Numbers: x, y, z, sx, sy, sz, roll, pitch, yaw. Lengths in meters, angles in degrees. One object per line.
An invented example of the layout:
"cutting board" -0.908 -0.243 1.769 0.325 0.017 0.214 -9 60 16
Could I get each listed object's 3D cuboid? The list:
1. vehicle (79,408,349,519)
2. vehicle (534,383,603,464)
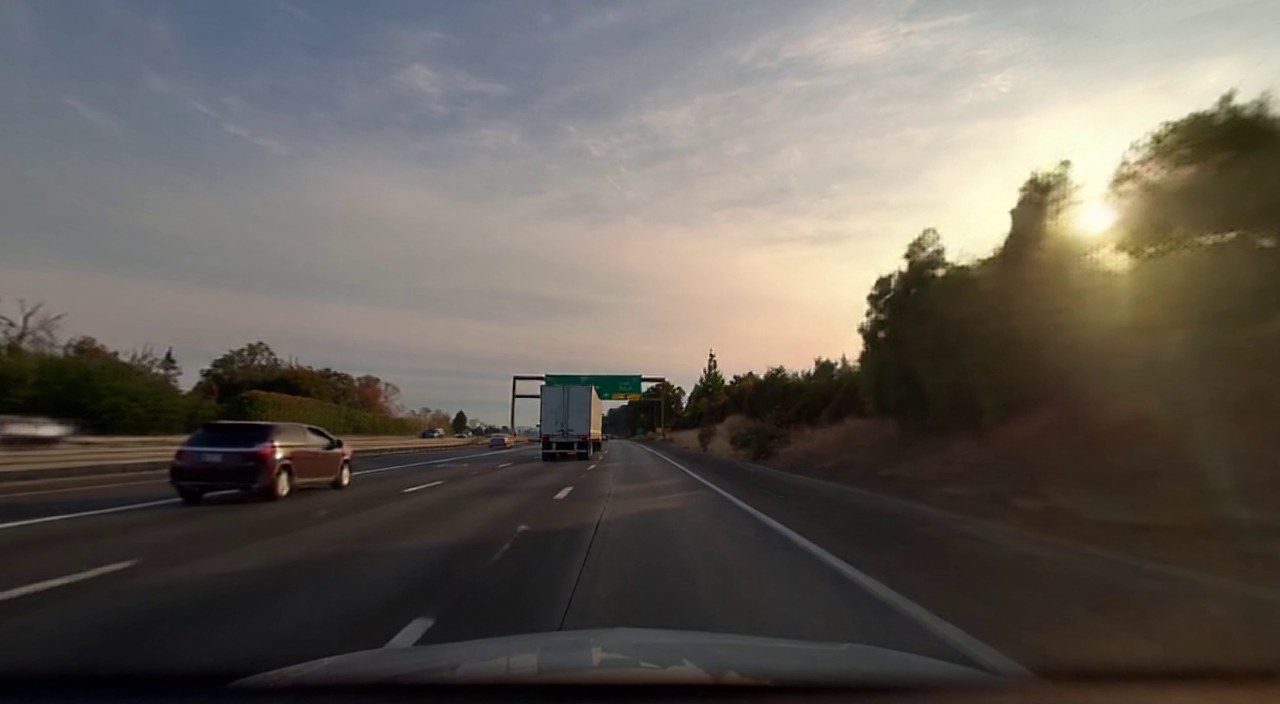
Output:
"vehicle" -7.582 2.005 11.922 2.075 1.691 4.431 0 -8 -1
"vehicle" -3.937 4.406 37.501 3.002 3.987 12.477 -1 -8 -2
